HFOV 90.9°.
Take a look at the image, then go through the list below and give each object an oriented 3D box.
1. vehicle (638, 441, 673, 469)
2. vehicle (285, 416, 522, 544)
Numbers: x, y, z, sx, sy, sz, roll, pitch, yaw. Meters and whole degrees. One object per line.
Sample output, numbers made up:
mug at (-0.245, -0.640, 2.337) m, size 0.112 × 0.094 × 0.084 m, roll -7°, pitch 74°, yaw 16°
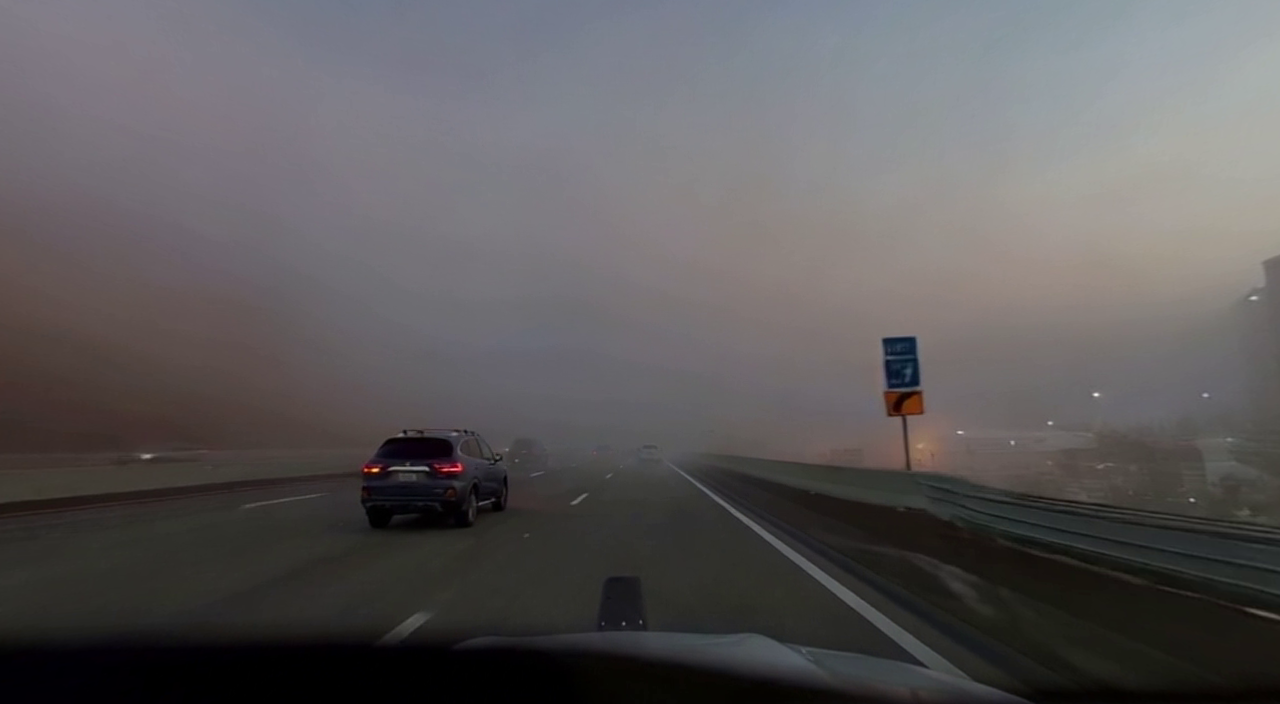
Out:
vehicle at (0.957, 6.631, 40.898) m, size 2.135 × 1.697 × 4.757 m, roll 0°, pitch -8°, yaw 0°
vehicle at (-3.673, 2.097, 11.049) m, size 2.136 × 1.718 × 4.873 m, roll 0°, pitch -8°, yaw 2°
